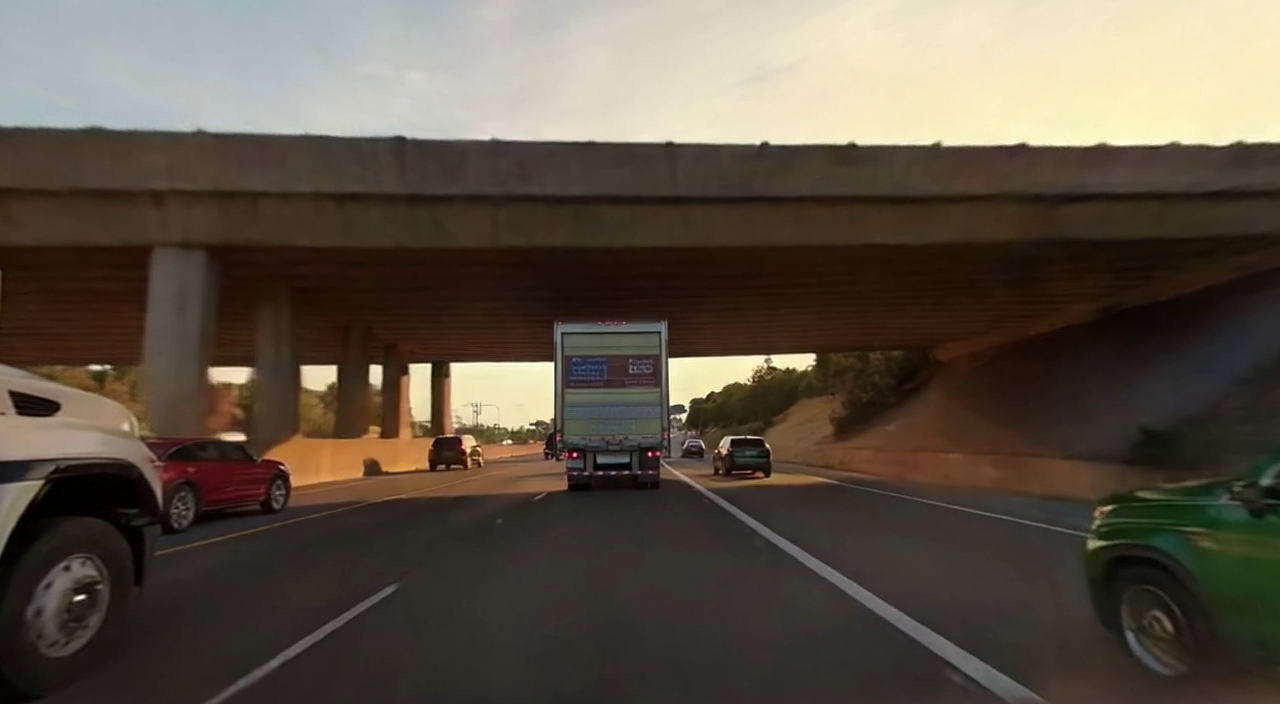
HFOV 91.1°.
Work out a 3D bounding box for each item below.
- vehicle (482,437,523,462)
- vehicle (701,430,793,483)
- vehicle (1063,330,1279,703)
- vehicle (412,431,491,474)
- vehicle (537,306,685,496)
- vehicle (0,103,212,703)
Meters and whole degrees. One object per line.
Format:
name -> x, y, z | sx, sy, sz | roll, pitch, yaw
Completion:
vehicle -> -8.865, 6.309, 40.857 | 1.845, 1.488, 3.656 | 0, -8, 0
vehicle -> 3.363, 3.357, 20.673 | 2.003, 1.519, 4.580 | 0, -8, -3
vehicle -> 3.688, 0.602, 1.545 | 2.118, 1.647, 4.400 | 0, -8, -2
vehicle -> -8.051, 4.332, 27.373 | 2.057, 1.698, 4.550 | 0, -8, -1
vehicle -> -0.837, 1.622, 17.527 | 2.911, 3.787, 9.905 | 0, -8, -3
vehicle -> -3.714, 0.142, 0.648 | 2.660, 2.637, 5.634 | 0, -8, -2
